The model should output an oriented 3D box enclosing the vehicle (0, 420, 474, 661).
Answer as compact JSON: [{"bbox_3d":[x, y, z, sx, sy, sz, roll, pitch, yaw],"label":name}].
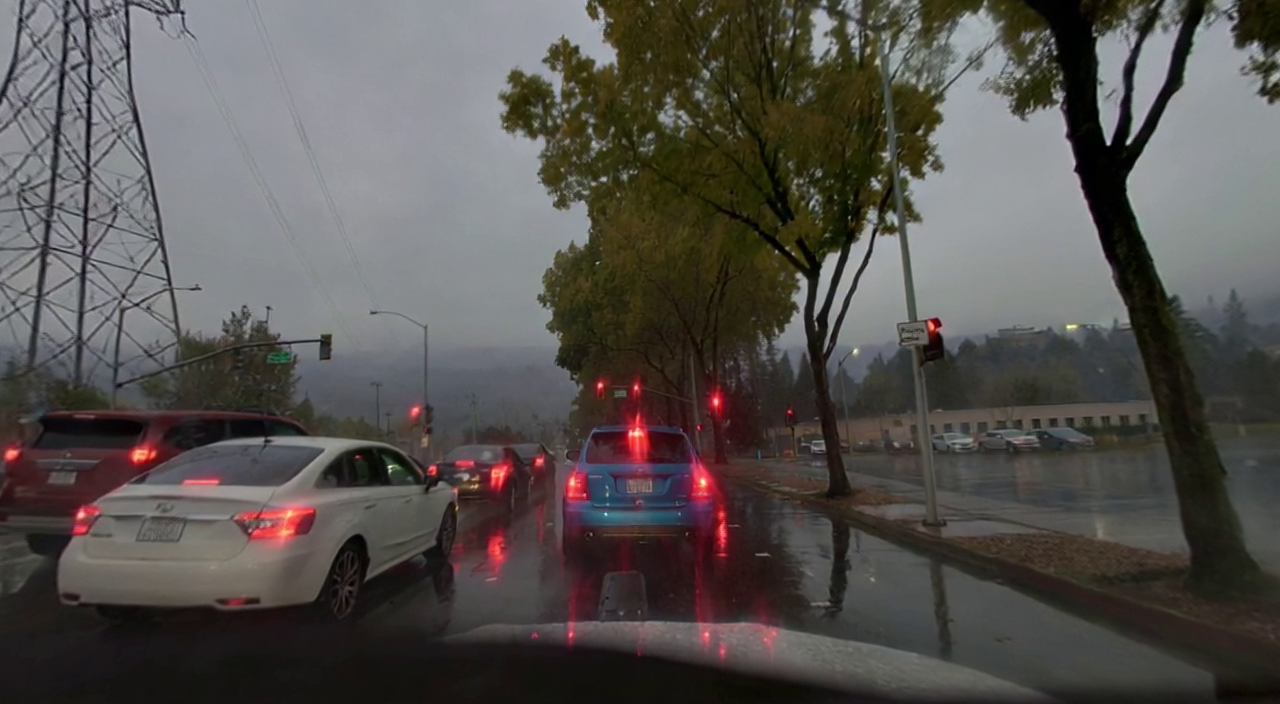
[{"bbox_3d":[-3.172,1.496,6.202,1.973,1.469,4.448,0,-8,-1],"label":"vehicle"}]

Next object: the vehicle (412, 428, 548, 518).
[{"bbox_3d":[-3.255,2.525,13.672,1.997,1.636,3.760,0,-8,-1],"label":"vehicle"}]

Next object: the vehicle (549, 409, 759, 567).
[{"bbox_3d":[0.084,1.764,8.939,2.239,1.661,4.224,0,-8,-2],"label":"vehicle"}]

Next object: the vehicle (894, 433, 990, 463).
[{"bbox_3d":[15.089,4.808,31.707,3.858,1.437,1.899,0,-8,-4],"label":"vehicle"}]
